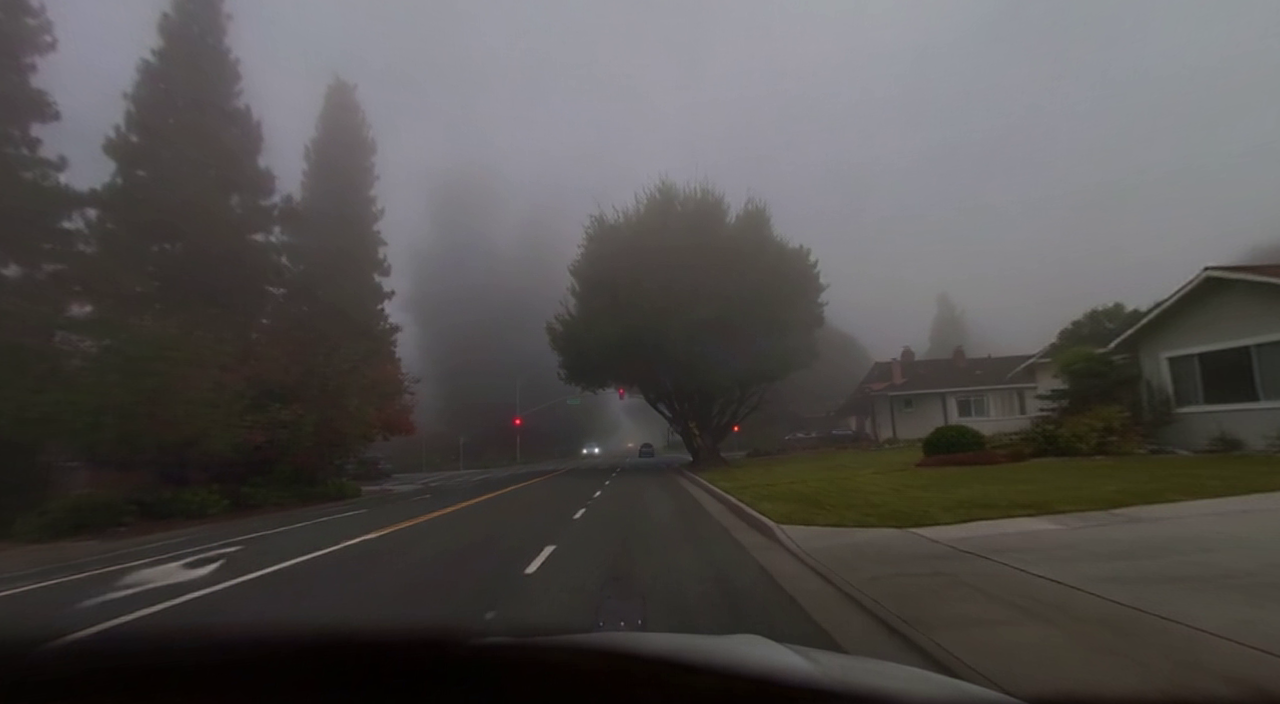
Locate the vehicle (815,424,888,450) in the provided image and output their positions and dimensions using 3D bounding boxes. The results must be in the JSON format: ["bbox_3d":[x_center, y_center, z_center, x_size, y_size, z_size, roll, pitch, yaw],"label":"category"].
[{"bbox_3d":[14.508,5.868,43.222,4.319,1.700,2.034,0,-8,1],"label":"vehicle"}]
